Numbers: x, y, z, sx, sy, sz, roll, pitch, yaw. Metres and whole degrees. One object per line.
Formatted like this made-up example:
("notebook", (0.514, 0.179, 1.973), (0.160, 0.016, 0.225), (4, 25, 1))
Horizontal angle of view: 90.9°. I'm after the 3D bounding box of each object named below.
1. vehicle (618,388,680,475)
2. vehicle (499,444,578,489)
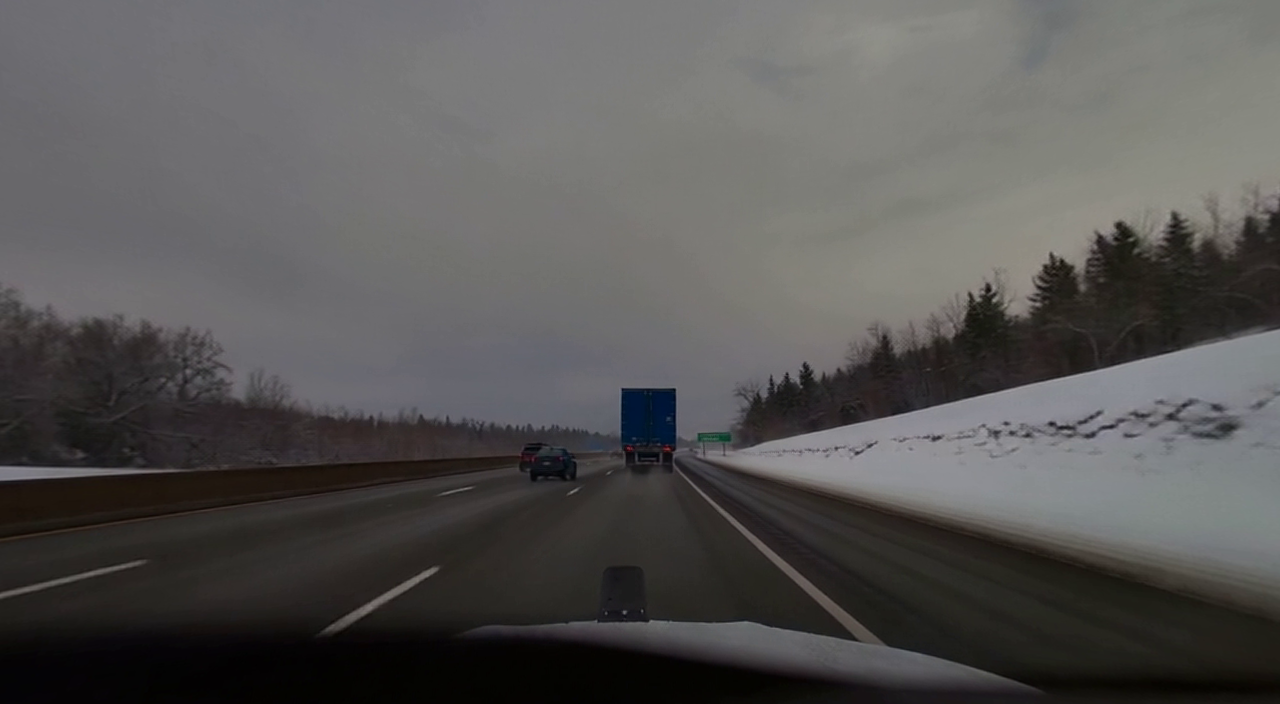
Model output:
("vehicle", (0.506, 4.827, 37.346), (2.851, 4.098, 14.436), (-2, -8, 0))
("vehicle", (-3.596, 4.153, 23.209), (2.092, 1.465, 4.448), (0, -9, 1))
